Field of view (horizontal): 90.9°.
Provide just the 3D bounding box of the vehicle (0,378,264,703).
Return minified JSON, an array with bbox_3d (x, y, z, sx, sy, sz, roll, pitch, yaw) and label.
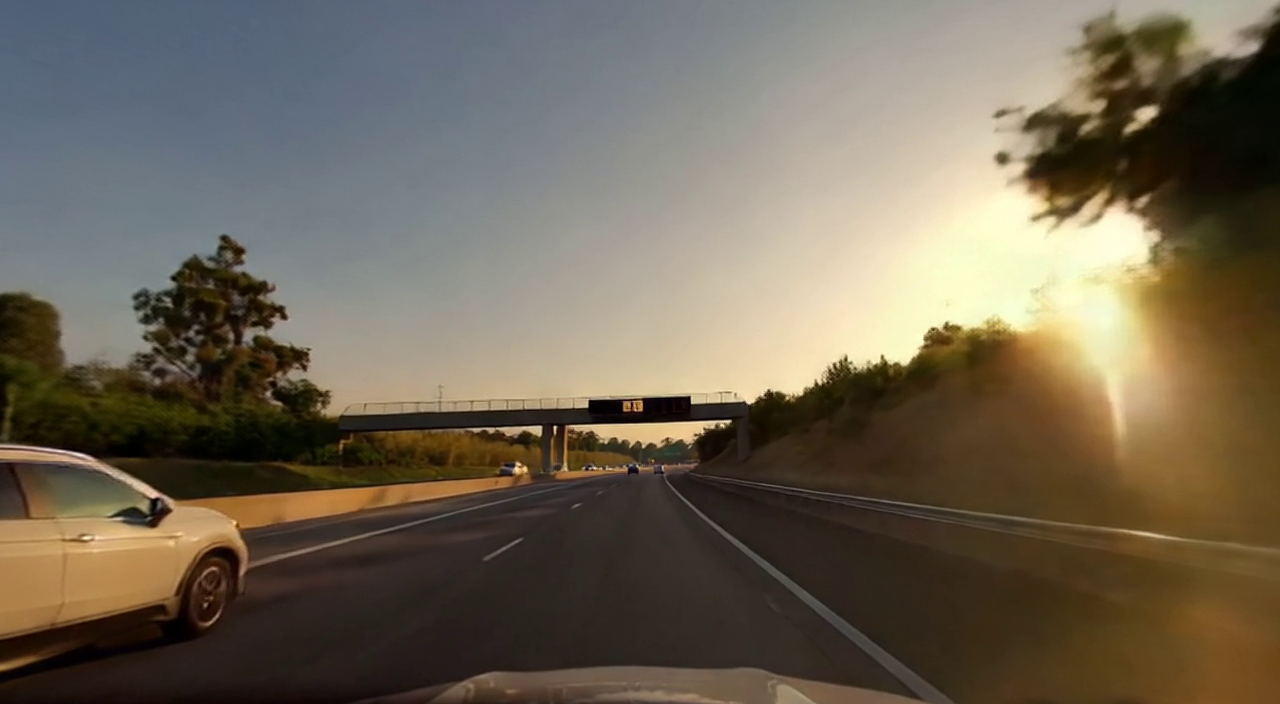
[{"bbox_3d":[-4.076,0.895,2.566,2.141,1.697,4.641,1,-11,0],"label":"vehicle"}]
